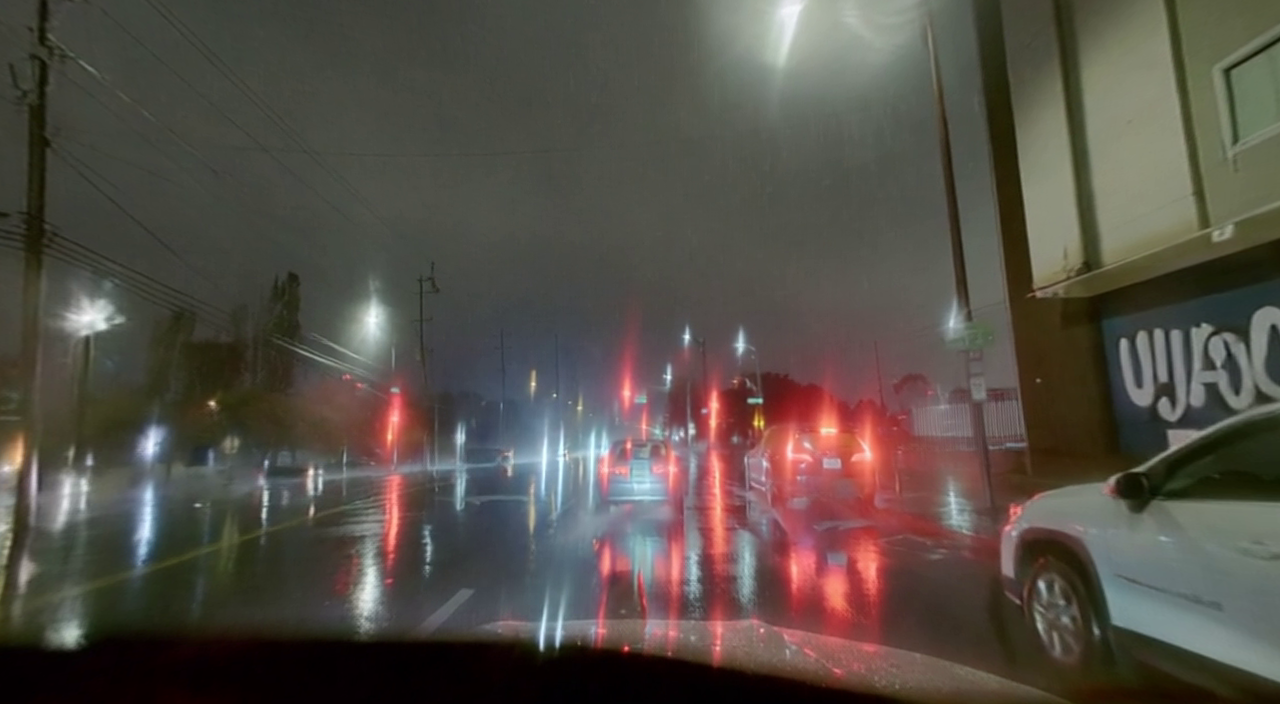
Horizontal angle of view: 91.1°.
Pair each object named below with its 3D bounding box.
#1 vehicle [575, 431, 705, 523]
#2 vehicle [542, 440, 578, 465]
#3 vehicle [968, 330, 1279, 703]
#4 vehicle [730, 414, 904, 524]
[{"bbox_3d":[0.034,2.428,12.771,2.153,1.505,4.452,0,-8,1],"label":"vehicle"},{"bbox_3d":[-5.750,7.305,45.664,2.059,1.699,4.252,0,-8,1],"label":"vehicle"},{"bbox_3d":[3.273,0.766,2.151,1.938,1.714,4.402,0,-8,1],"label":"vehicle"},{"bbox_3d":[3.246,2.268,12.669,2.060,1.783,4.579,0,-8,-1],"label":"vehicle"}]
